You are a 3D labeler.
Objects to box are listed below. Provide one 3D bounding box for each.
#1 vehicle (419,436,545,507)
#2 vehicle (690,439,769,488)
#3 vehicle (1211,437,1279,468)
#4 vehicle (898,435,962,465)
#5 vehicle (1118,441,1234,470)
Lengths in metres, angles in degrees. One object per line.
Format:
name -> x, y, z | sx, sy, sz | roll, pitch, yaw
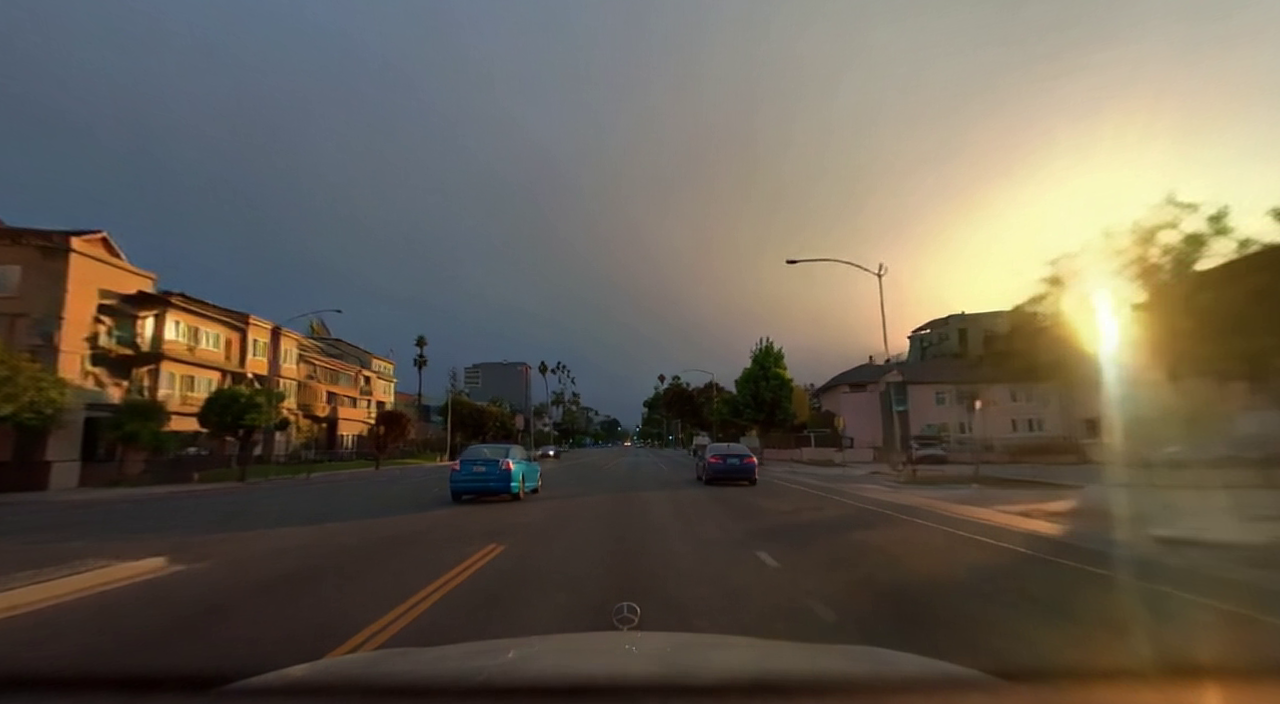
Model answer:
vehicle -> -3.749, 2.914, 15.825 | 2.062, 1.527, 4.044 | 0, -8, 0
vehicle -> 2.927, 3.752, 21.624 | 1.978, 1.471, 4.426 | 0, -8, -1
vehicle -> 33.992, 5.406, 34.009 | 4.516, 1.579, 1.908 | 0, -8, 1
vehicle -> 19.455, 6.594, 42.621 | 1.961, 1.861, 4.757 | 0, -8, -1
vehicle -> 28.774, 5.564, 34.003 | 4.560, 1.475, 1.914 | 0, -8, -2
